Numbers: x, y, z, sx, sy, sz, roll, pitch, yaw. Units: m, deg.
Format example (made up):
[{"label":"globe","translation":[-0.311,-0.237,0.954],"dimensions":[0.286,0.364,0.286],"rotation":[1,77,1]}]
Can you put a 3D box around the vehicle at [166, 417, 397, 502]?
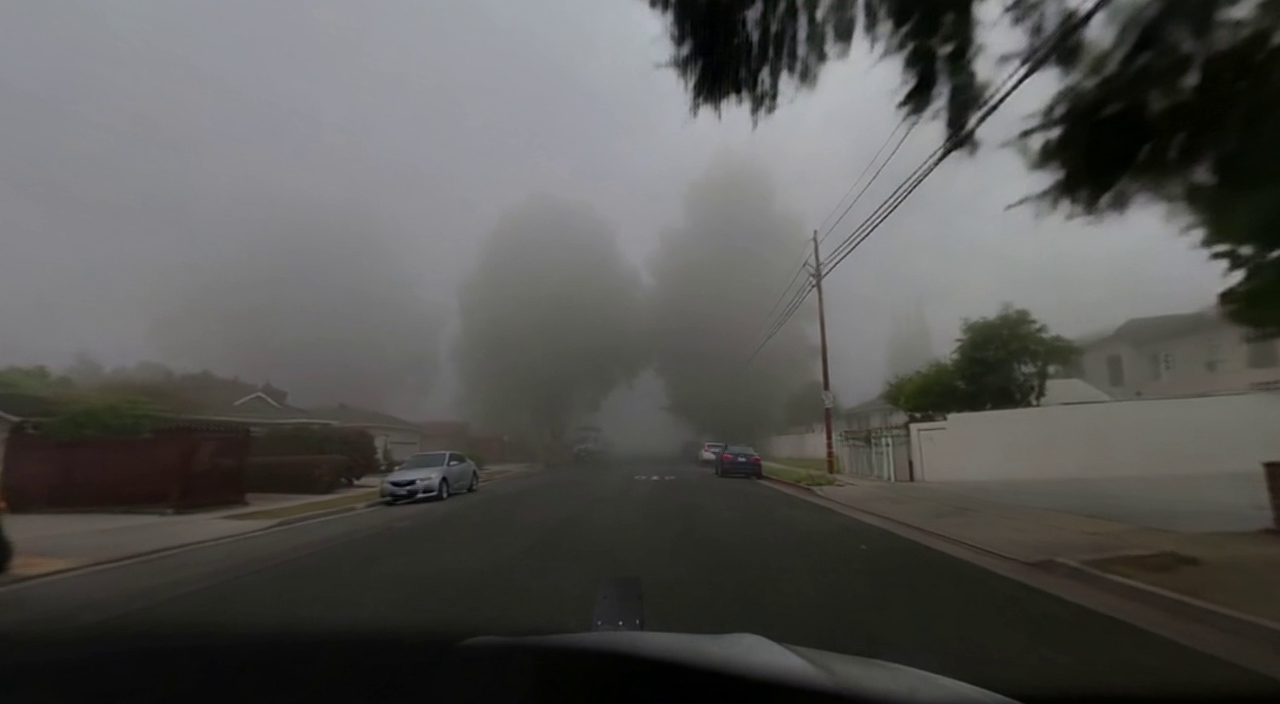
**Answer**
[{"label":"vehicle","translation":[-10.842,3.305,20.027],"dimensions":[2.416,2.211,6.384],"rotation":[-2,-8,16]}]

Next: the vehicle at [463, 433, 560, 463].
[{"label":"vehicle","translation":[-9.435,7.086,46.806],"dimensions":[6.540,2.079,2.565],"rotation":[0,-8,2]}]

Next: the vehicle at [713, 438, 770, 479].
[{"label":"vehicle","translation":[4.016,4.256,25.538],"dimensions":[1.903,1.500,4.057],"rotation":[0,-8,4]}]

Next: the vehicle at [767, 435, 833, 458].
[{"label":"vehicle","translation":[12.212,7.256,48.575],"dimensions":[4.530,1.736,2.144],"rotation":[0,-8,3]}]

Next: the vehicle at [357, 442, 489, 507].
[{"label":"vehicle","translation":[-6.260,3.552,18.873],"dimensions":[2.062,1.500,4.629],"rotation":[-3,-7,4]}]
